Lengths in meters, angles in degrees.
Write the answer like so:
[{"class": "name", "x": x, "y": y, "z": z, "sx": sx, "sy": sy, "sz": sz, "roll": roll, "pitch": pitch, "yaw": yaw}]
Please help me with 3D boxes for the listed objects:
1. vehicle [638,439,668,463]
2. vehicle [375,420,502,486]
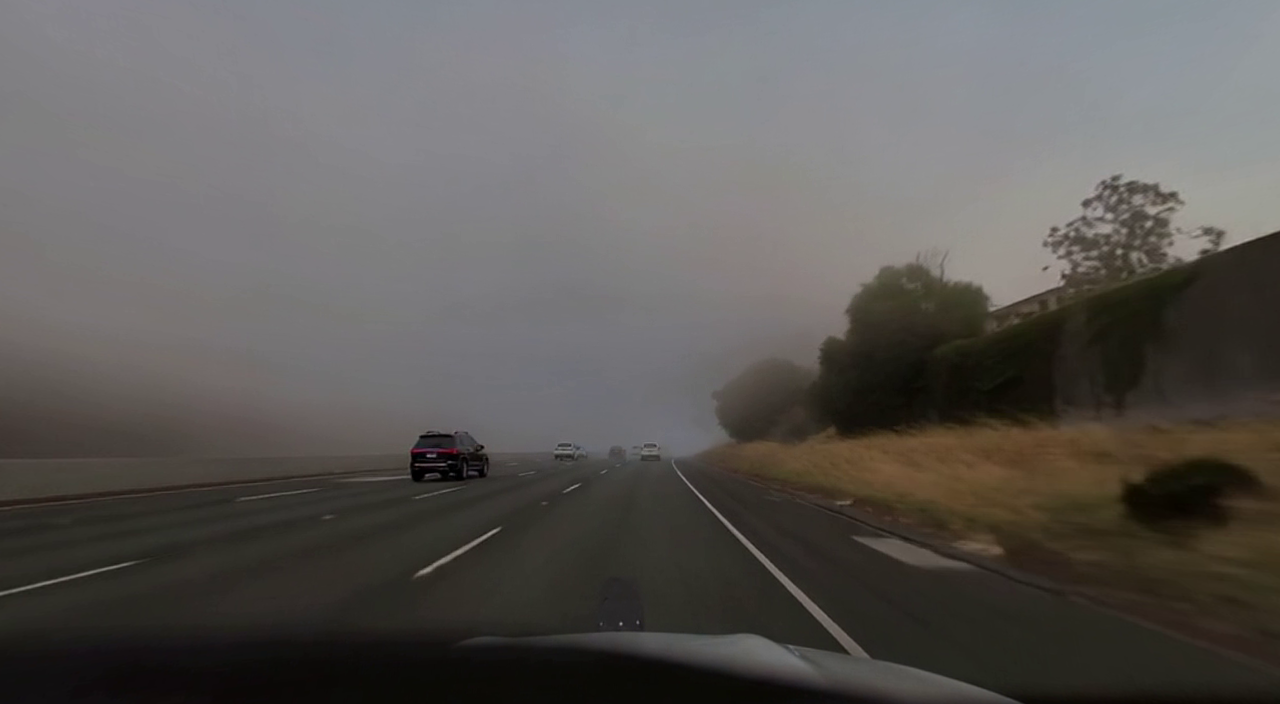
[{"class": "vehicle", "x": 0.916, "y": 7.378, "z": 47.142, "sx": 2.141, "sy": 1.706, "sz": 4.065, "roll": 0, "pitch": -8, "yaw": 0}, {"class": "vehicle", "x": -6.756, "y": 3.495, "z": 21.999, "sx": 2.438, "sy": 1.967, "sz": 5.596, "roll": 0, "pitch": -8, "yaw": 1}]
